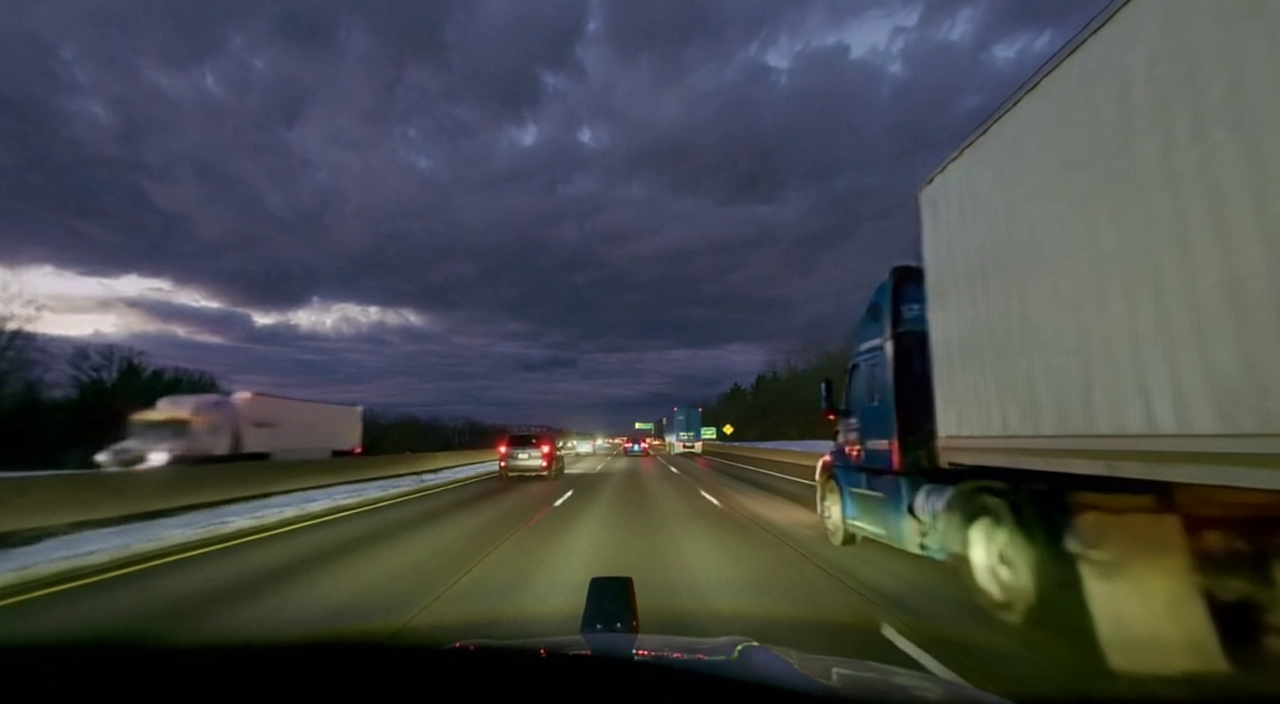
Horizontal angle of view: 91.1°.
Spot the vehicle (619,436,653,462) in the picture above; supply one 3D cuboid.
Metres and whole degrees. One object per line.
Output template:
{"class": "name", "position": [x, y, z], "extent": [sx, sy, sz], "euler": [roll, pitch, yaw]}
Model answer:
{"class": "vehicle", "position": [-0.318, 6.276, 40.701], "extent": [2.088, 1.567, 4.240], "euler": [0, -8, -1]}

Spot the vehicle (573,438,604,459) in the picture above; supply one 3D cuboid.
{"class": "vehicle", "position": [-3.877, 7.382, 48.076], "extent": [2.021, 1.514, 4.190], "euler": [0, -8, 0]}

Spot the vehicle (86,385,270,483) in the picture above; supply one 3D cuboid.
{"class": "vehicle", "position": [-19.690, 3.585, 27.482], "extent": [2.909, 3.719, 6.646], "euler": [1, -8, -1]}

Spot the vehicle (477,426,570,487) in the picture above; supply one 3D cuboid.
{"class": "vehicle", "position": [-3.475, 3.207, 19.712], "extent": [2.054, 1.671, 4.445], "euler": [0, -8, 0]}

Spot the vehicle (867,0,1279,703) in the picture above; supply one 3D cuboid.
{"class": "vehicle", "position": [3.787, -0.235, 2.869], "extent": [3.009, 3.673, 6.099], "euler": [1, -7, -2]}
